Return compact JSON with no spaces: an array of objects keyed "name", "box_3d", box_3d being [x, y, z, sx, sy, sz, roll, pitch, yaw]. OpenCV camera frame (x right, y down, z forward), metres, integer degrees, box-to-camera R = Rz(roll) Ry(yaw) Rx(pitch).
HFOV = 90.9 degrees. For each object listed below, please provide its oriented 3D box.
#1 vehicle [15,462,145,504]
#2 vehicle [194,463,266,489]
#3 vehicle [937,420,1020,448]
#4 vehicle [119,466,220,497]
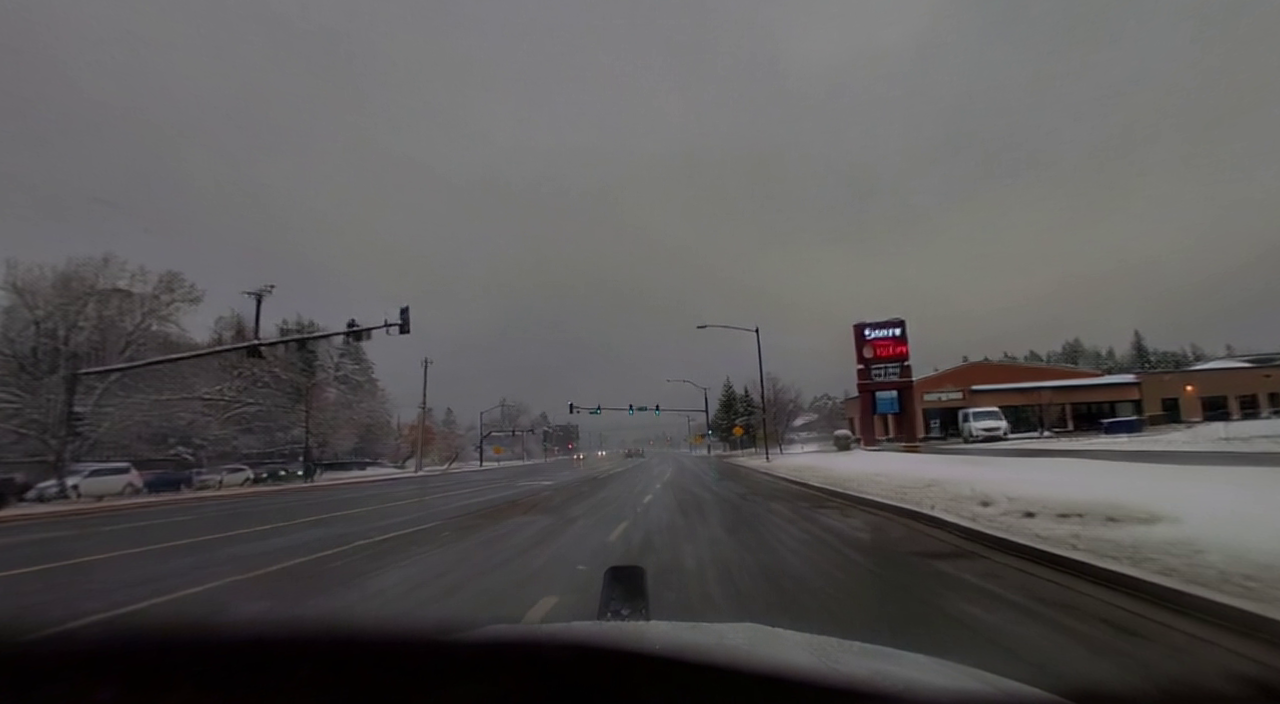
[{"name":"vehicle","box_3d":[-28.087,6.545,31.870,2.009,1.798,4.673,0,-9,4]},{"name":"vehicle","box_3d":[-30.056,9.087,46.365,1.851,1.682,4.631,0,-9,5]},{"name":"vehicle","box_3d":[18.057,4.412,33.730,3.464,1.409,1.598,0,-9,4]},{"name":"vehicle","box_3d":[-24.583,6.755,33.138,1.827,1.370,4.191,-1,-9,6]}]
